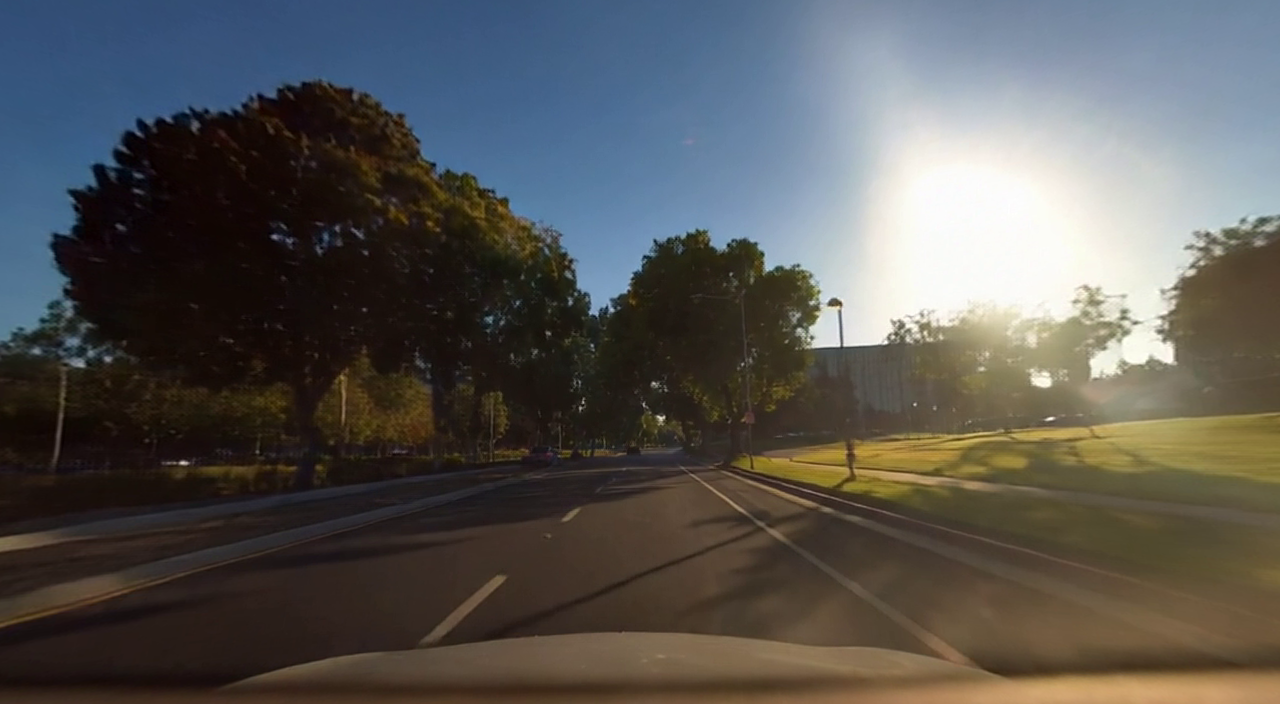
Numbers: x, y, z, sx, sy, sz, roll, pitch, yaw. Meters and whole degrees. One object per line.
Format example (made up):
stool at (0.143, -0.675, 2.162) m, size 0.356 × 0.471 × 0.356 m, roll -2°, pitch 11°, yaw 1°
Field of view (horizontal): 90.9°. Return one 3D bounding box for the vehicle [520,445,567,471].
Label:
vehicle at (-5.770, 6.364, 38.260) m, size 1.945 × 1.461 × 4.605 m, roll -1°, pitch -8°, yaw 2°
